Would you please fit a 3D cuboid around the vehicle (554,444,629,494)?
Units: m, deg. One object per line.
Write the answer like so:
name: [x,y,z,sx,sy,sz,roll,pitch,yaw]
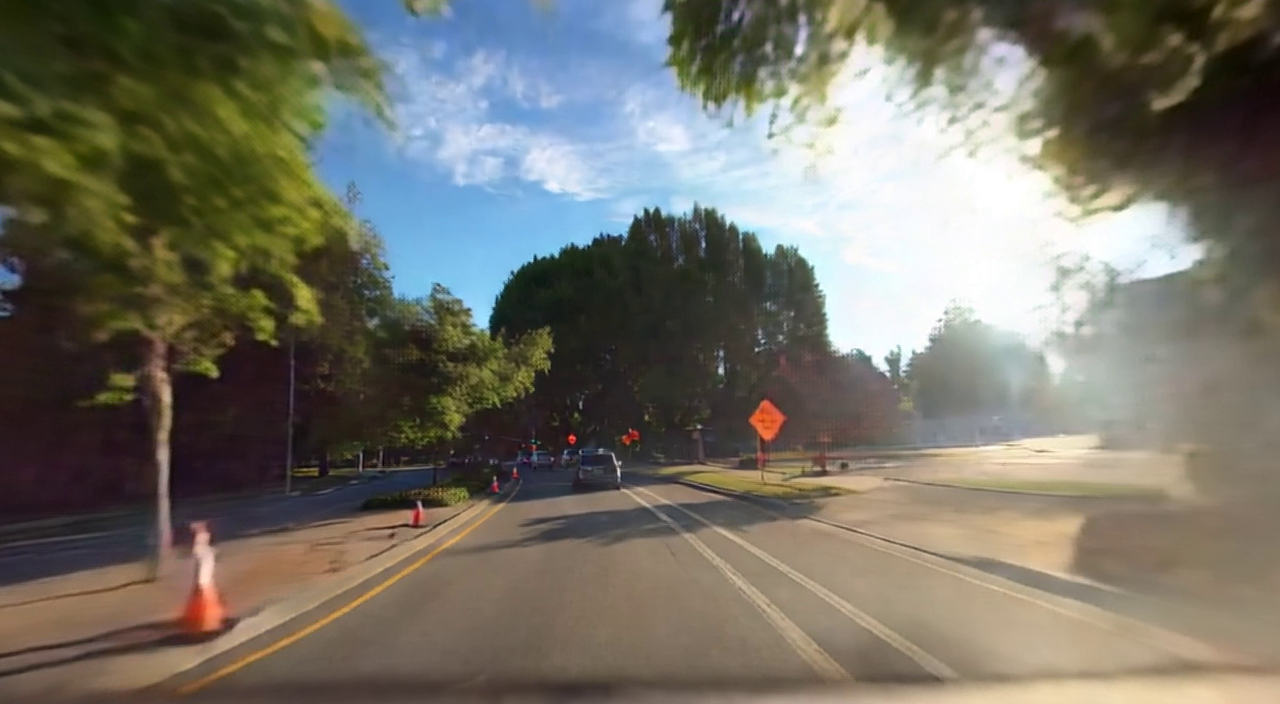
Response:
vehicle: [-1.803,3.965,21.882,2.266,1.508,4.430,1,-9,-9]
